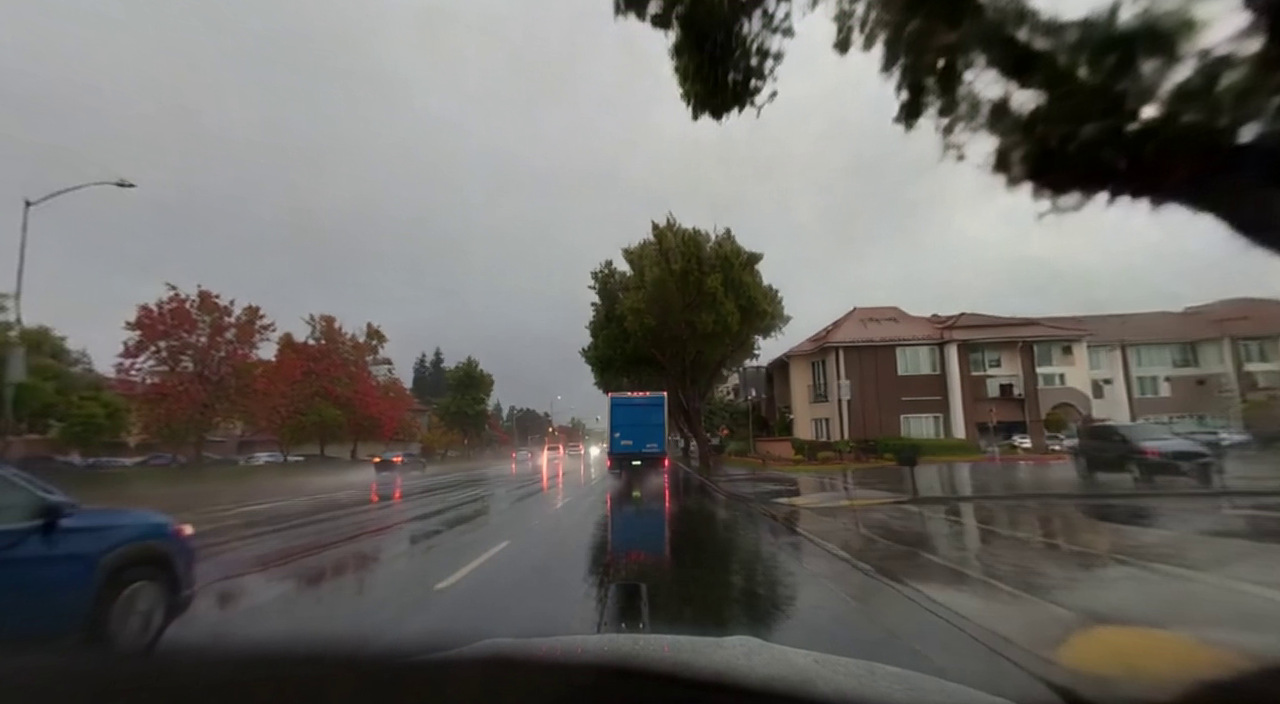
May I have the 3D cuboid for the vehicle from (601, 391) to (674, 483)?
[{"bbox_3d":[-0.014,4.036,29.428,2.905,3.644,8.807,0,-9,1],"label":"vehicle"}]

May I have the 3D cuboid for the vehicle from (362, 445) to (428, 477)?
[{"bbox_3d":[-13.896,6.179,35.867,1.958,1.672,4.283,0,-9,1],"label":"vehicle"}]

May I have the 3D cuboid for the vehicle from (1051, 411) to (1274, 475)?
[{"bbox_3d":[13.881,2.438,16.905,4.321,1.579,1.823,0,-7,1],"label":"vehicle"}]

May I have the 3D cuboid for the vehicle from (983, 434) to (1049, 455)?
[{"bbox_3d":[25.871,6.376,43.210,3.503,1.419,1.646,1,-9,-4],"label":"vehicle"}]

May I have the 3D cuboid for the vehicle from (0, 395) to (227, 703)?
[{"bbox_3d":[-4.092,0.914,2.359,2.078,1.597,4.355,0,-9,0],"label":"vehicle"}]
